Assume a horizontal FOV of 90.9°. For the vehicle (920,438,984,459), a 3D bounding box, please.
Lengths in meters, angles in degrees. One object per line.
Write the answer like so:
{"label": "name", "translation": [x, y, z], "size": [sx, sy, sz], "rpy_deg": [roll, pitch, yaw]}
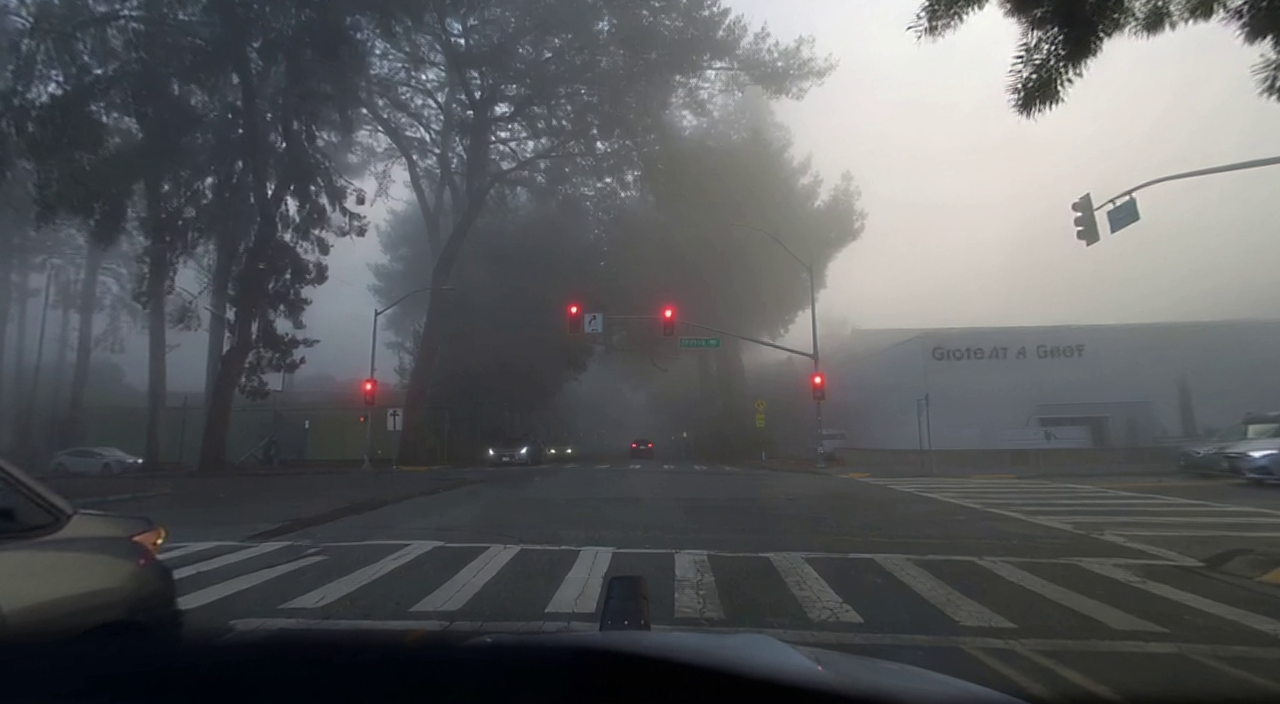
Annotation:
{"label": "vehicle", "translation": [21.467, 6.650, 43.374], "size": [3.576, 1.425, 1.702], "rpy_deg": [2, -9, -12]}

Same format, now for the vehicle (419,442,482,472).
{"label": "vehicle", "translation": [-10.632, 5.907, 35.695], "size": [2.041, 1.548, 4.868], "rpy_deg": [0, -8, 0]}

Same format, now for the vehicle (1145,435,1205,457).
{"label": "vehicle", "translation": [41.166, 7.284, 48.627], "size": [1.767, 1.456, 4.191], "rpy_deg": [-4, -11, 15]}

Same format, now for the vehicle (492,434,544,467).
{"label": "vehicle", "translation": [-7.161, 5.850, 37.457], "size": [2.081, 1.818, 4.782], "rpy_deg": [0, -8, 1]}

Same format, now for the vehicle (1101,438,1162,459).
{"label": "vehicle", "translation": [38.487, 7.555, 49.506], "size": [1.837, 1.514, 4.786], "rpy_deg": [-2, -9, 13]}

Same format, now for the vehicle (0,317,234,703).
{"label": "vehicle", "translation": [-3.451, 0.621, 1.444], "size": [2.000, 1.789, 4.638], "rpy_deg": [0, -8, -2]}
